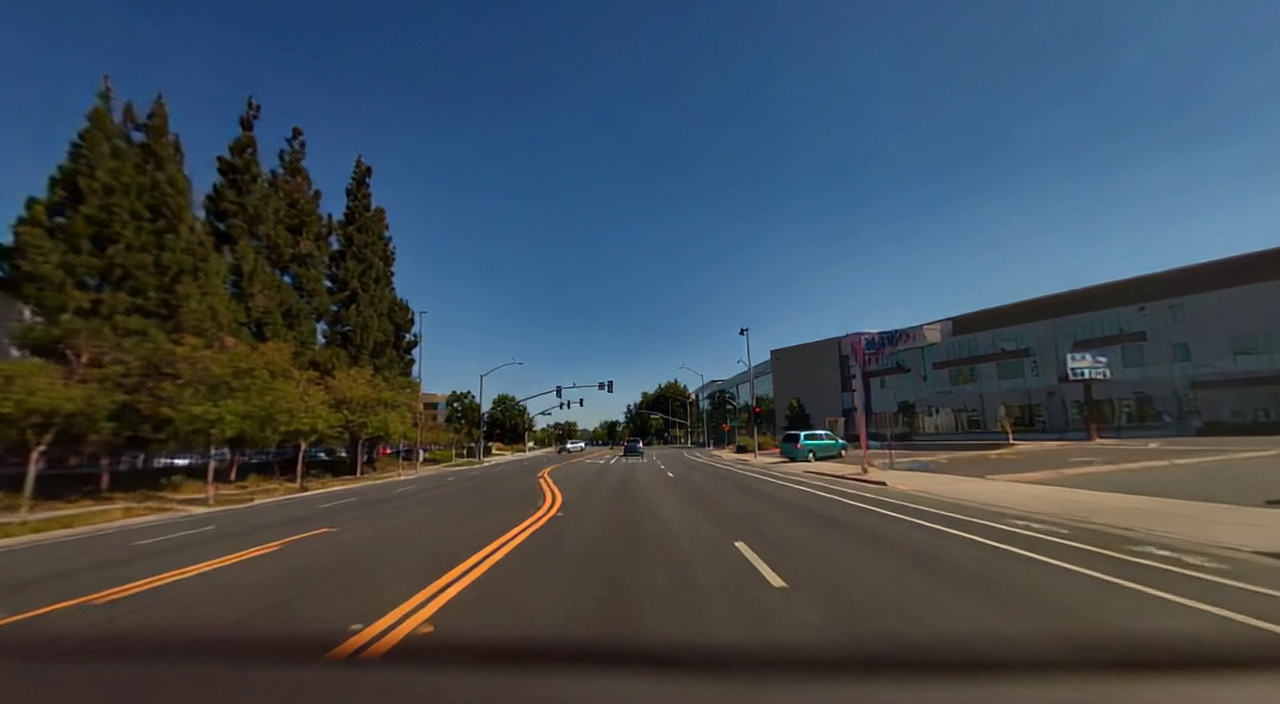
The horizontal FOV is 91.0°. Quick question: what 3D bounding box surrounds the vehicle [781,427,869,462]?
[{"bbox_3d":[10.376,5.174,35.167,4.635,1.821,2.087,5,-10,-31],"label":"vehicle"}]
